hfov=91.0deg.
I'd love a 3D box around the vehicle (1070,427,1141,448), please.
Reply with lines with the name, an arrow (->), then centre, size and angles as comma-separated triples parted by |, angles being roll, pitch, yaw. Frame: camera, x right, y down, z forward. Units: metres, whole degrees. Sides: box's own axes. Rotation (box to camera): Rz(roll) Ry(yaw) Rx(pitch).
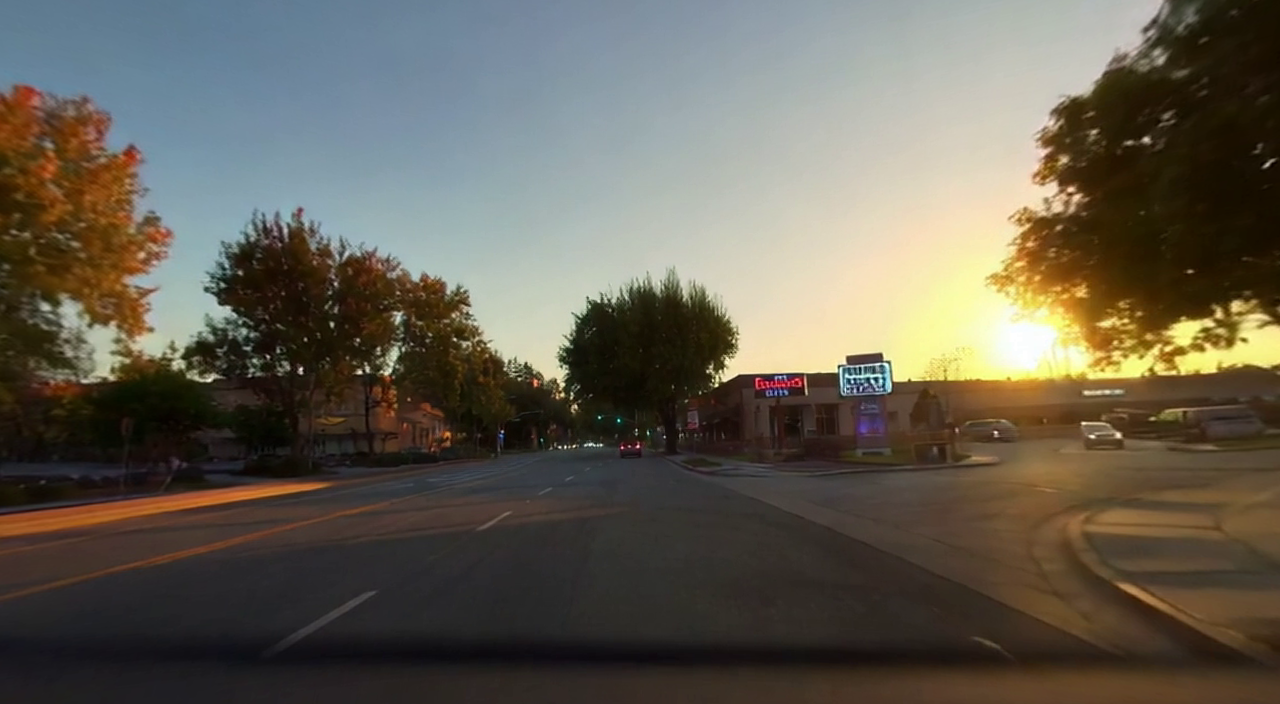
vehicle -> 33.072, 6.078, 44.706 | 4.411, 1.457, 2.013 | 3, -9, -24
